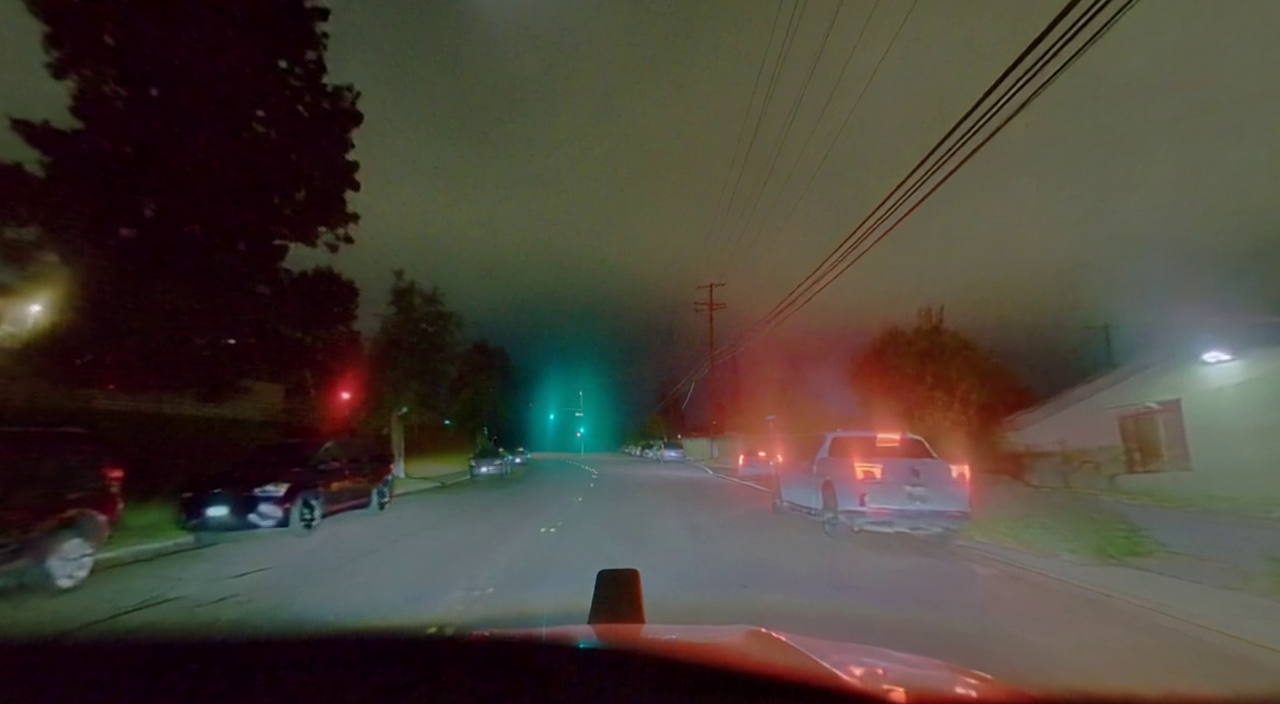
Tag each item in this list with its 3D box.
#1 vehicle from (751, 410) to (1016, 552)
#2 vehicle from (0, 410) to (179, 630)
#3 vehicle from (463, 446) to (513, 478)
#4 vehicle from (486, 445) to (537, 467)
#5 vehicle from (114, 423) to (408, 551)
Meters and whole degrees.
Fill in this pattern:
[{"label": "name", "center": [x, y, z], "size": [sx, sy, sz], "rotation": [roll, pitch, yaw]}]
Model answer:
[{"label": "vehicle", "center": [3.545, 2.036, 10.725], "size": [2.178, 1.757, 5.495], "rotation": [0, -9, -2]}, {"label": "vehicle", "center": [-6.325, 1.344, 4.899], "size": [2.031, 1.799, 4.587], "rotation": [0, -9, -1]}, {"label": "vehicle", "center": [-7.441, 5.418, 31.308], "size": [1.997, 1.456, 4.319], "rotation": [1, -9, -8]}, {"label": "vehicle", "center": [-9.478, 7.610, 46.284], "size": [2.033, 1.477, 4.626], "rotation": [6, -10, -33]}, {"label": "vehicle", "center": [-6.407, 2.337, 11.714], "size": [2.158, 1.817, 5.230], "rotation": [0, -9, 0]}]
